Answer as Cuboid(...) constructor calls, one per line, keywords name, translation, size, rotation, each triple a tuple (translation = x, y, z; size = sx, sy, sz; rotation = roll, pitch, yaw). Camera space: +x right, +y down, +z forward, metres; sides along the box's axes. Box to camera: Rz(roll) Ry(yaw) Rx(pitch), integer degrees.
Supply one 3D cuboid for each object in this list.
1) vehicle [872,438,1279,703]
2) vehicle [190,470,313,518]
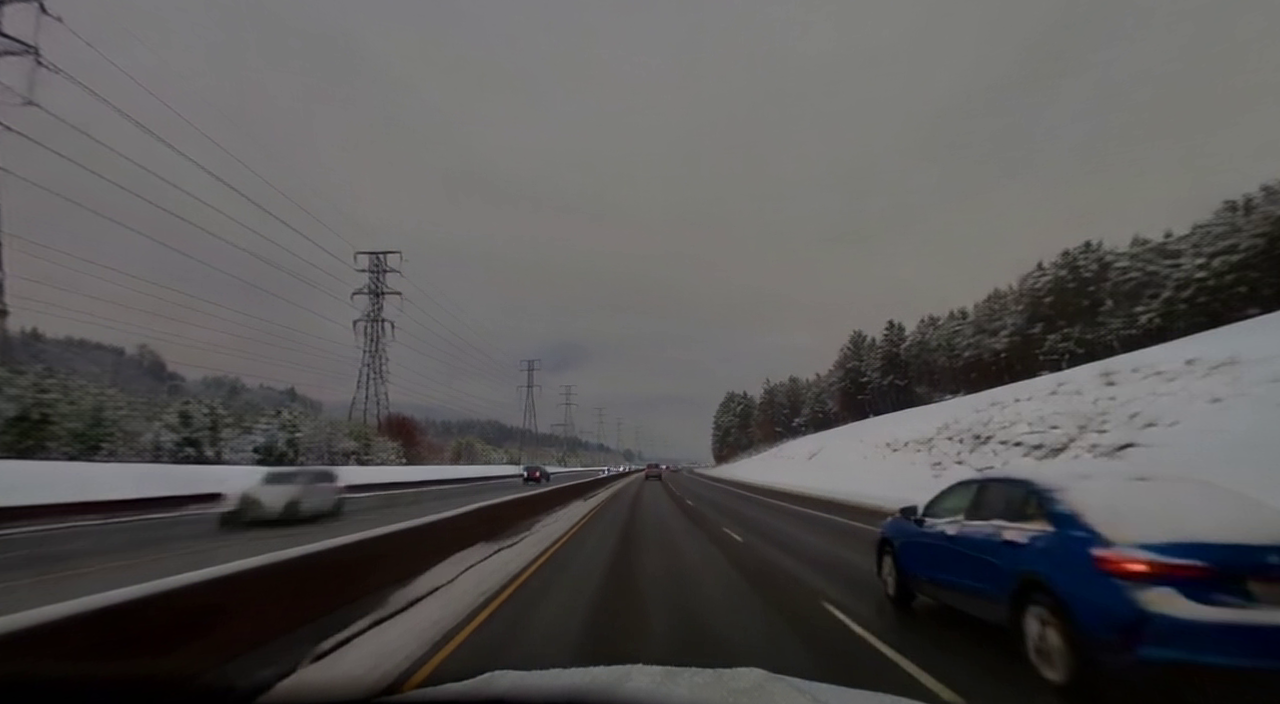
Cuboid(name="vehicle", translation=(3.647, 1.567, 5.110), size=(1.985, 1.521, 3.904), rotation=(1, -10, 0))
Cuboid(name="vehicle", translation=(-13.436, 4.894, 21.999), size=(1.735, 1.455, 3.716), rotation=(0, -10, 3))
